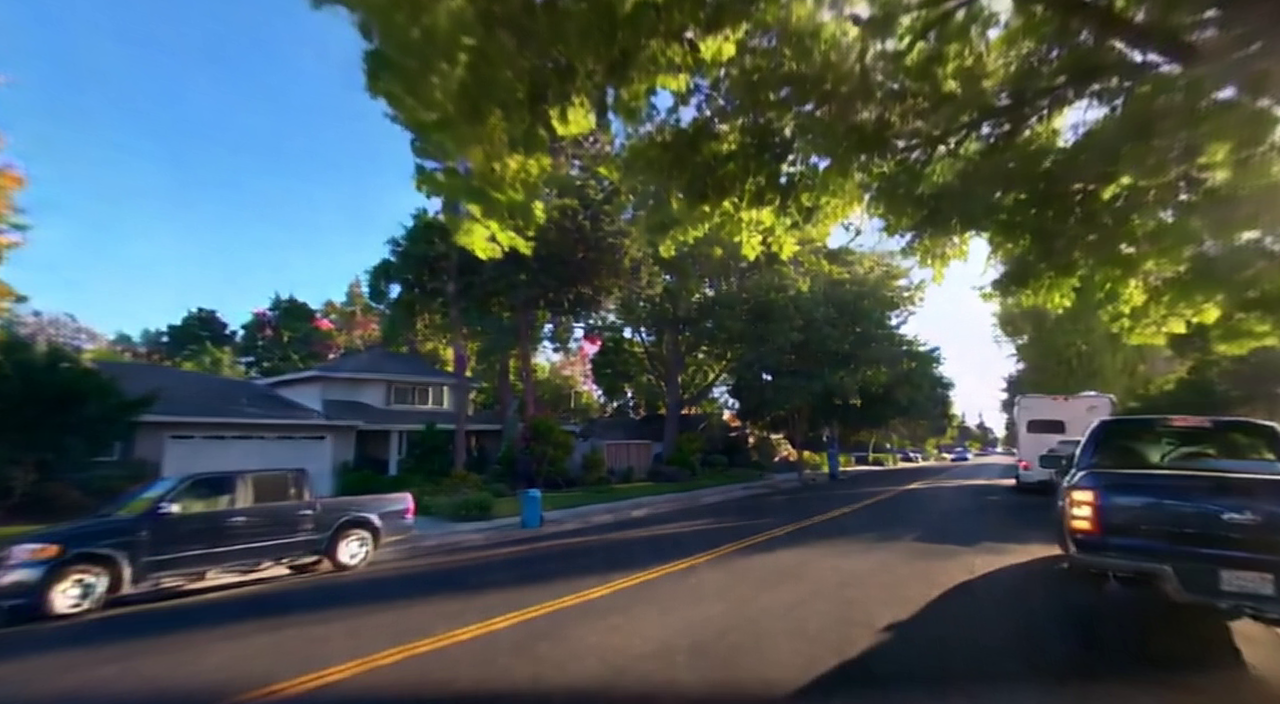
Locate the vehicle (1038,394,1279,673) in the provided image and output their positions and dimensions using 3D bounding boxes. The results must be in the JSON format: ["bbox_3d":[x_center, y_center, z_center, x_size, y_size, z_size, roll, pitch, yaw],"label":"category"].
[{"bbox_3d":[5.547,1.492,6.600,2.182,1.785,5.726,-4,-8,32],"label":"vehicle"}]

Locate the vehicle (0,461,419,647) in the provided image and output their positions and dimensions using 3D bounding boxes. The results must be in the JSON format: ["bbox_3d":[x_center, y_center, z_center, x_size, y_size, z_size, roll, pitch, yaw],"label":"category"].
[{"bbox_3d":[-5.275,2.159,7.772,1.816,1.489,4.653,-5,-10,30],"label":"vehicle"}]
